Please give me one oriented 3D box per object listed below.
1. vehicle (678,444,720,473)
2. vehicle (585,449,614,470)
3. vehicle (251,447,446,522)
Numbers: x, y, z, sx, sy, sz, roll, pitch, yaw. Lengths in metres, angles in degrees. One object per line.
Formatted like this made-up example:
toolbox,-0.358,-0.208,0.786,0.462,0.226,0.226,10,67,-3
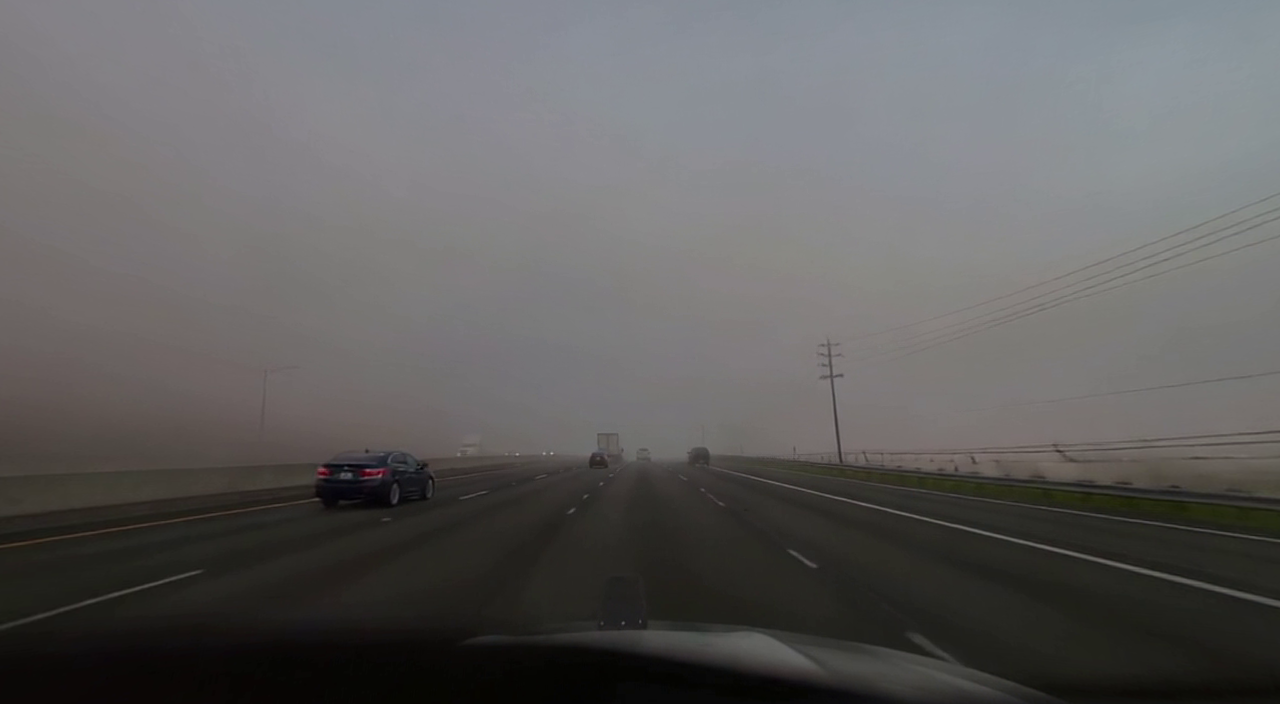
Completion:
vehicle,3.859,7.048,41.816,2.214,1.799,4.627,0,-9,-1
vehicle,-3.084,8.262,48.577,2.004,1.498,4.043,0,-9,0
vehicle,-6.476,2.984,14.844,2.127,1.446,5.008,0,-9,1
